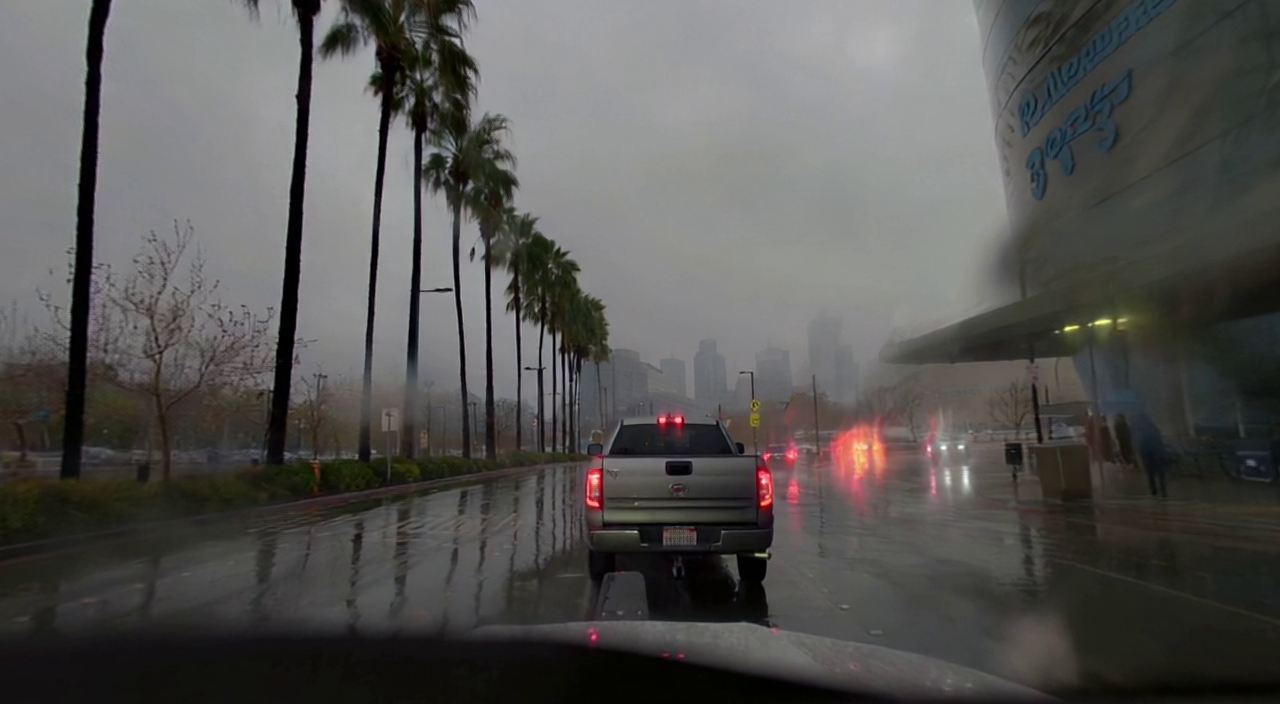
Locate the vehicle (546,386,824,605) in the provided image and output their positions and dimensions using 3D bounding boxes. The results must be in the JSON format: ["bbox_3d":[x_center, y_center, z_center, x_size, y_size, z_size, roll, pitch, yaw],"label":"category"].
[{"bbox_3d":[0.408,1.590,7.984,2.311,1.819,5.255,0,-8,1],"label":"vehicle"}]

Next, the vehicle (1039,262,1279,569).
[{"bbox_3d":[7.913,0.892,8.615,2.666,3.345,3.622,-1,-9,8],"label":"vehicle"}]
